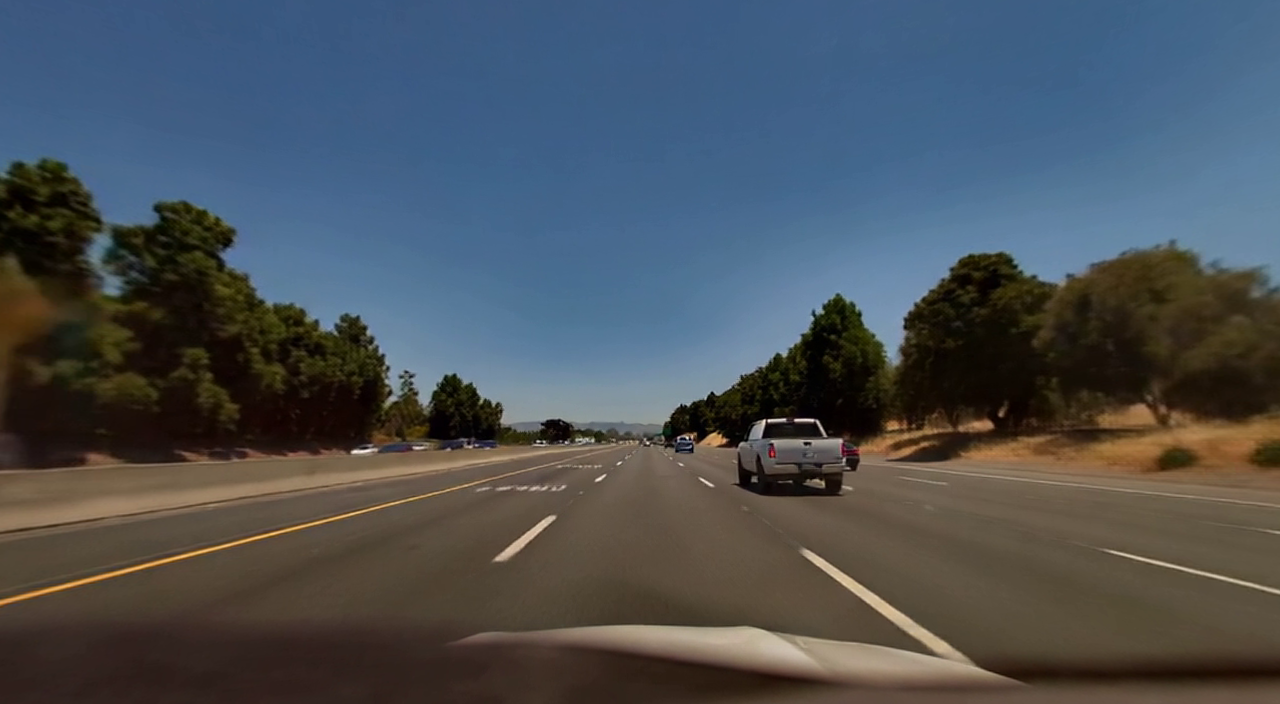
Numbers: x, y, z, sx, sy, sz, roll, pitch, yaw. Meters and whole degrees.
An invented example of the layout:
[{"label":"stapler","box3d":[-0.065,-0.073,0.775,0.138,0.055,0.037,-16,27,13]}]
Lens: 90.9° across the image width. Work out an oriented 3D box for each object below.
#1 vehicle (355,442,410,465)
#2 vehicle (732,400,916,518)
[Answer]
[{"label":"vehicle","box3d":[-17.147,6.760,42.246,1.774,1.469,4.331,-1,-8,1]},{"label":"vehicle","box3d":[3.519,2.202,13.504,2.218,1.964,5.662,0,-8,0]}]
